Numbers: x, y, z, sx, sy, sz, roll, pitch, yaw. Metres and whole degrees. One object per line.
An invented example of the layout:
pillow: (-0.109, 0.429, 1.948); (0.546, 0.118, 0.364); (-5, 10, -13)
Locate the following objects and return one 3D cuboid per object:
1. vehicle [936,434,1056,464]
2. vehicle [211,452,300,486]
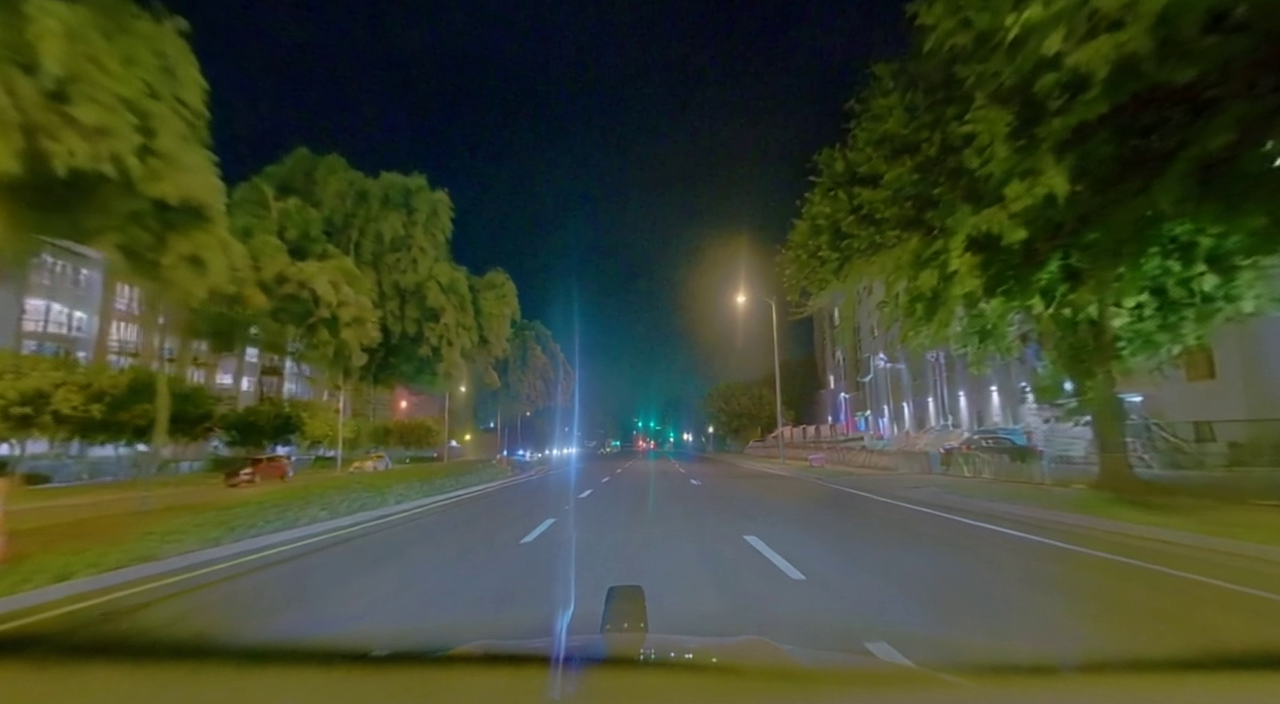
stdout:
vehicle: (17.967, 4.931, 32.011); (4.813, 1.464, 2.073); (0, -9, -1)
vehicle: (-22.559, 6.851, 37.259); (2.067, 1.743, 5.056); (0, -8, -1)
